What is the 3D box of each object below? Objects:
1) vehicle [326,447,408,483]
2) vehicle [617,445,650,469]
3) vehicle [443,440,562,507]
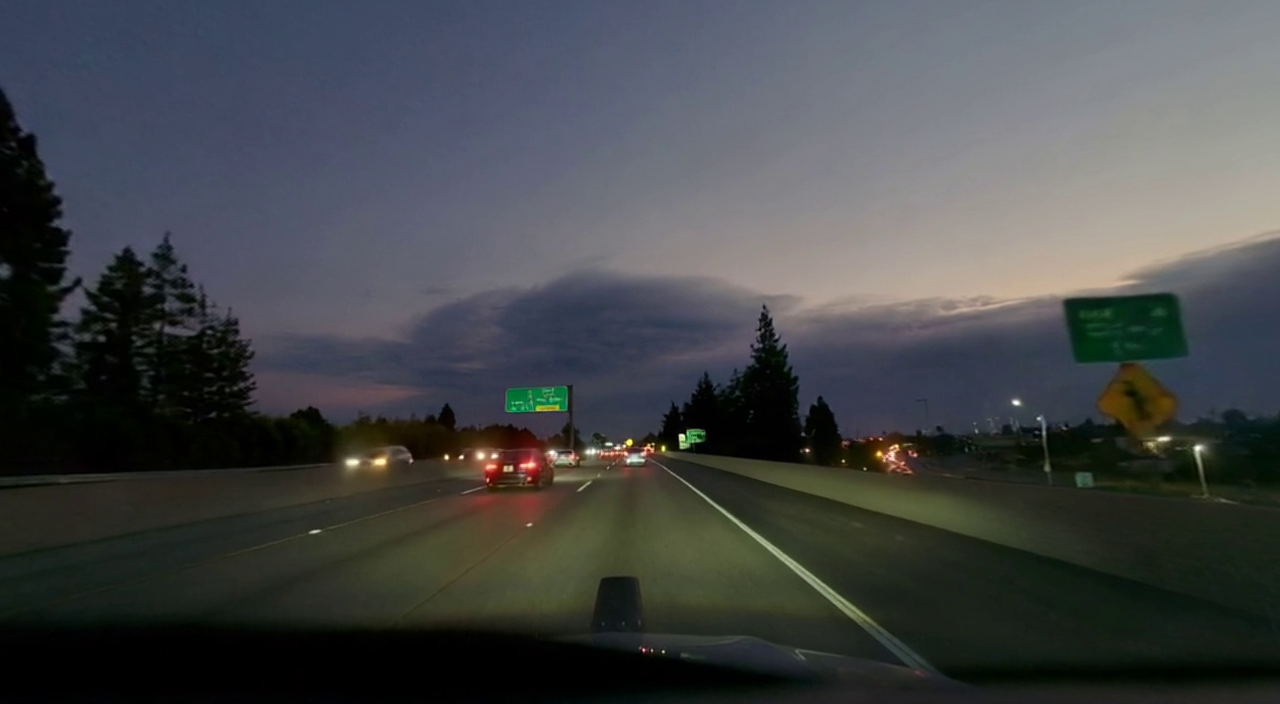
[{"bbox_3d":[-13.862,5.732,32.396,2.150,1.649,4.582,0,-8,0],"label":"vehicle"},{"bbox_3d":[-0.433,7.033,42.574,2.100,1.471,3.956,0,-8,-1],"label":"vehicle"},{"bbox_3d":[-3.430,3.109,16.722,2.067,1.509,4.551,0,-8,1],"label":"vehicle"}]
